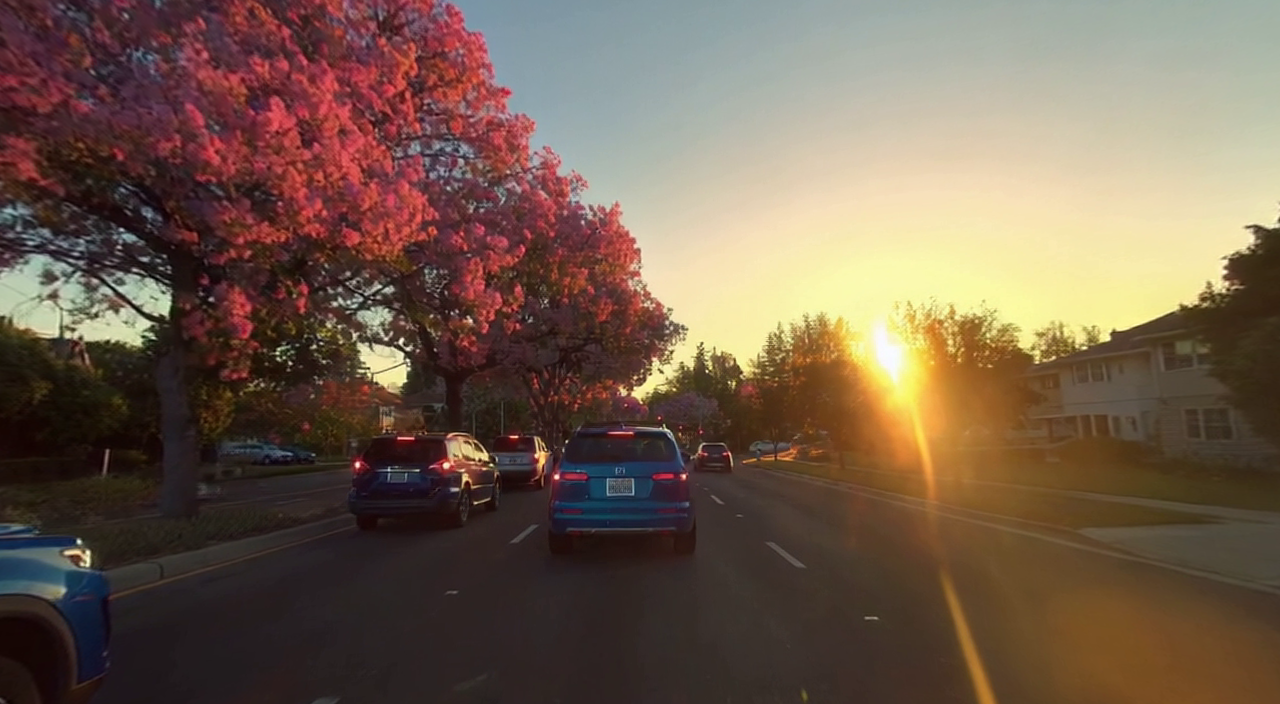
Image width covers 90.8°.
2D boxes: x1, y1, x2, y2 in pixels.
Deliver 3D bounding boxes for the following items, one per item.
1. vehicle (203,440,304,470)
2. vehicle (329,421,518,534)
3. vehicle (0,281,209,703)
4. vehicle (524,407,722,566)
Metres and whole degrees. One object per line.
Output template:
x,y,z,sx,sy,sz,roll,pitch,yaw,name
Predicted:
-28.507,7.572,46.835,5.856,2.096,2.481,3,-9,-18,vehicle
-3.657,2.201,11.655,1.948,1.668,4.279,0,-8,0,vehicle
-3.517,0.509,0.956,2.304,1.928,4.833,0,-8,0,vehicle
-0.199,1.741,8.873,2.112,1.693,4.058,0,-8,0,vehicle
